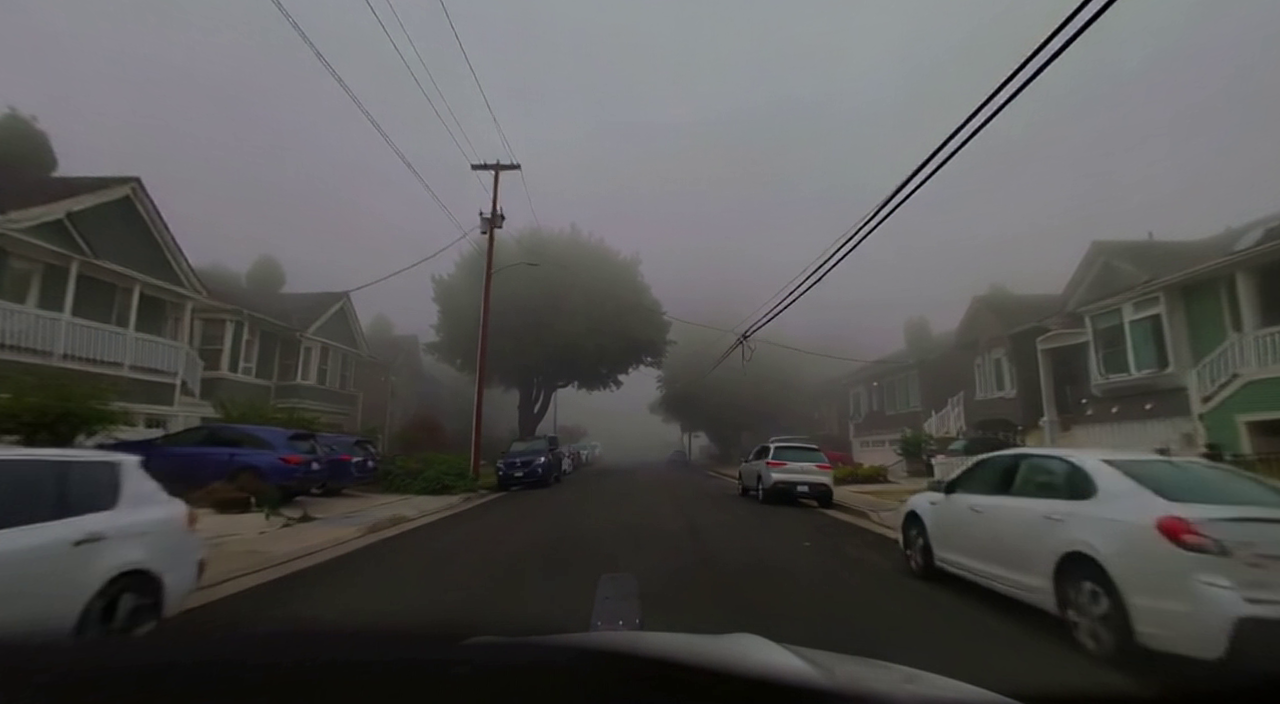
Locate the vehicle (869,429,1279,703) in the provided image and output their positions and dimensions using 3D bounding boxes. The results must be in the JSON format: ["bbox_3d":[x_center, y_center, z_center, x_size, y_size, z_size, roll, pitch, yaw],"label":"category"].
[{"bbox_3d":[3.726,1.410,5.034,1.862,1.452,4.737,0,-9,-2],"label":"vehicle"}]

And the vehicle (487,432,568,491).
[{"bbox_3d":[-3.973,3.972,23.255,2.057,1.887,5.053,0,-9,0],"label":"vehicle"}]

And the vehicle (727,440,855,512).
[{"bbox_3d":[3.587,3.017,15.939,2.019,1.536,4.405,0,-9,-2],"label":"vehicle"}]

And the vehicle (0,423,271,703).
[{"bbox_3d":[-3.780,1.015,2.533,1.971,1.460,4.523,0,-9,-2],"label":"vehicle"}]
